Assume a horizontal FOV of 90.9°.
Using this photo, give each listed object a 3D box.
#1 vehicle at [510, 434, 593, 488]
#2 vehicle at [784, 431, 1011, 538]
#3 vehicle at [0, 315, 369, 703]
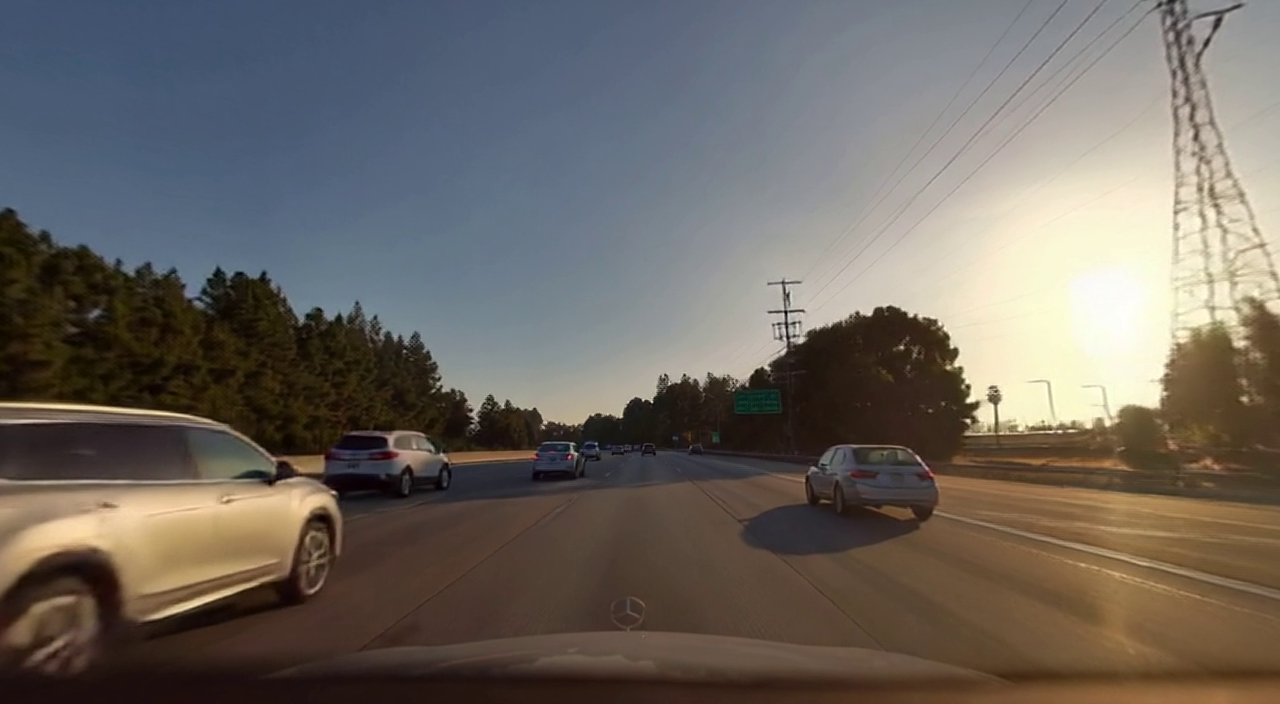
[{"bbox_3d":[-2.971,3.773,22.198,2.133,1.668,4.505,0,-8,2],"label":"vehicle"},{"bbox_3d":[4.145,2.206,11.206,2.022,1.472,4.678,0,-8,0],"label":"vehicle"},{"bbox_3d":[-3.396,0.869,3.013,2.133,1.775,4.530,0,-8,1],"label":"vehicle"}]
